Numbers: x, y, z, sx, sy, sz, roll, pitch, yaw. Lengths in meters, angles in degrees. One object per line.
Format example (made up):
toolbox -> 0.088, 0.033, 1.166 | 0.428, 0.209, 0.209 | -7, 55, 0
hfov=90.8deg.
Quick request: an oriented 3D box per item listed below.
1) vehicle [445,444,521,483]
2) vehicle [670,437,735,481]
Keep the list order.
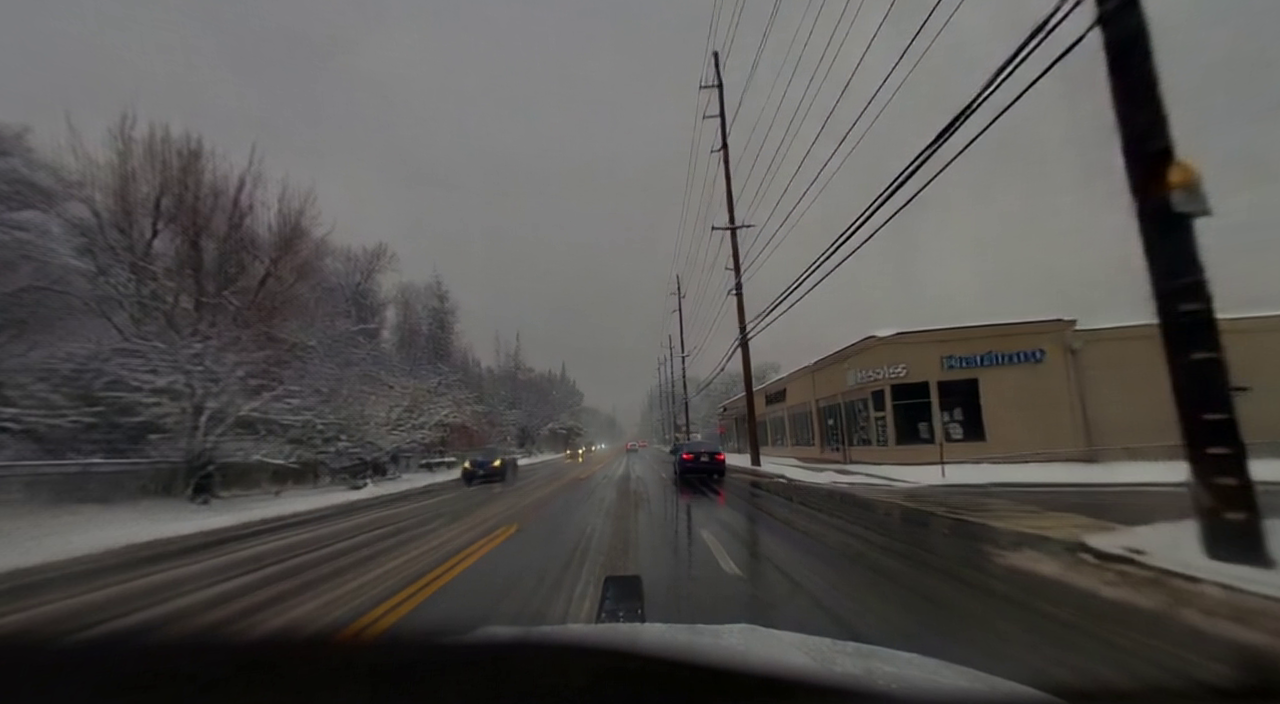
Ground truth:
vehicle -> -6.403, 4.590, 26.333 | 2.069, 1.490, 4.254 | 0, -8, 0
vehicle -> 2.255, 3.988, 23.775 | 1.975, 1.497, 3.647 | 0, -8, -2
